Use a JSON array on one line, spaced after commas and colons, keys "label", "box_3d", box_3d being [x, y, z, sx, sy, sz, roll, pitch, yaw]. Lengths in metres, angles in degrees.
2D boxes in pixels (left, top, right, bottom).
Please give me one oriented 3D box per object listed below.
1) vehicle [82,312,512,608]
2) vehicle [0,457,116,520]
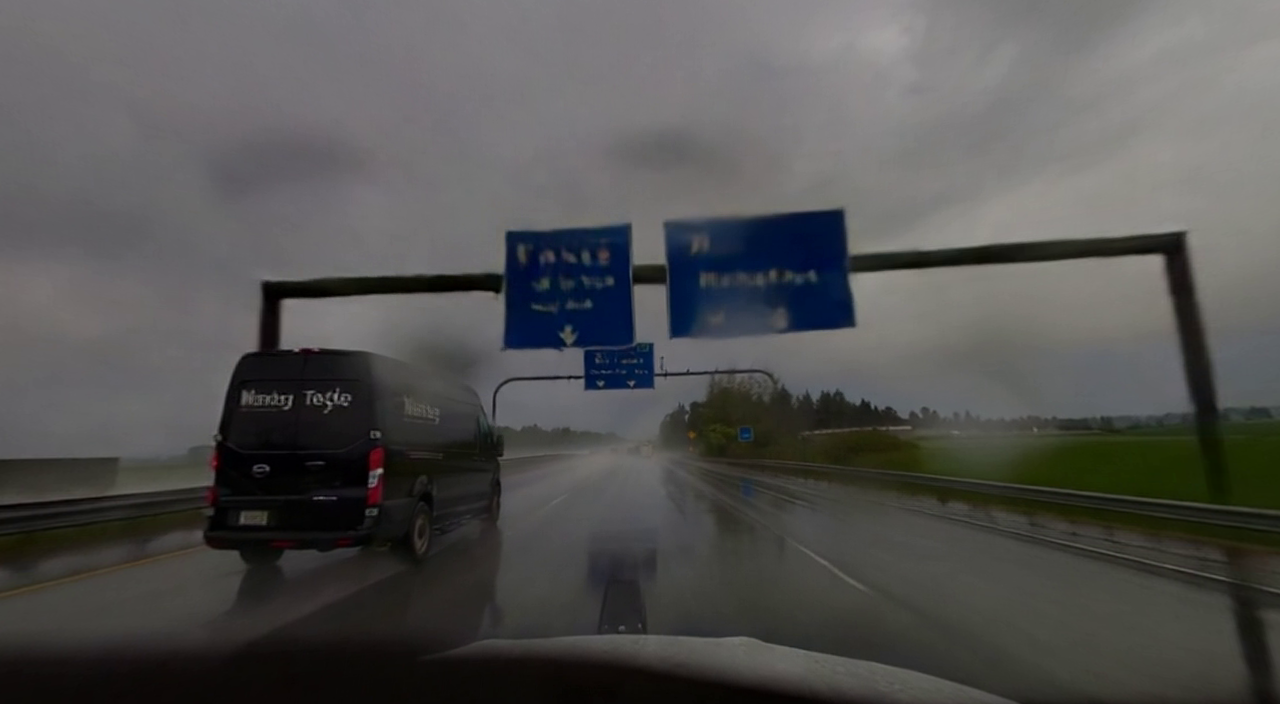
[{"label": "vehicle", "box_3d": [-3.736, 1.452, 9.170, 2.320, 2.636, 7.021, 0, -9, 0]}, {"label": "vehicle", "box_3d": [-16.468, 3.506, 16.393, 1.840, 1.455, 4.357, 0, -9, 1]}]
